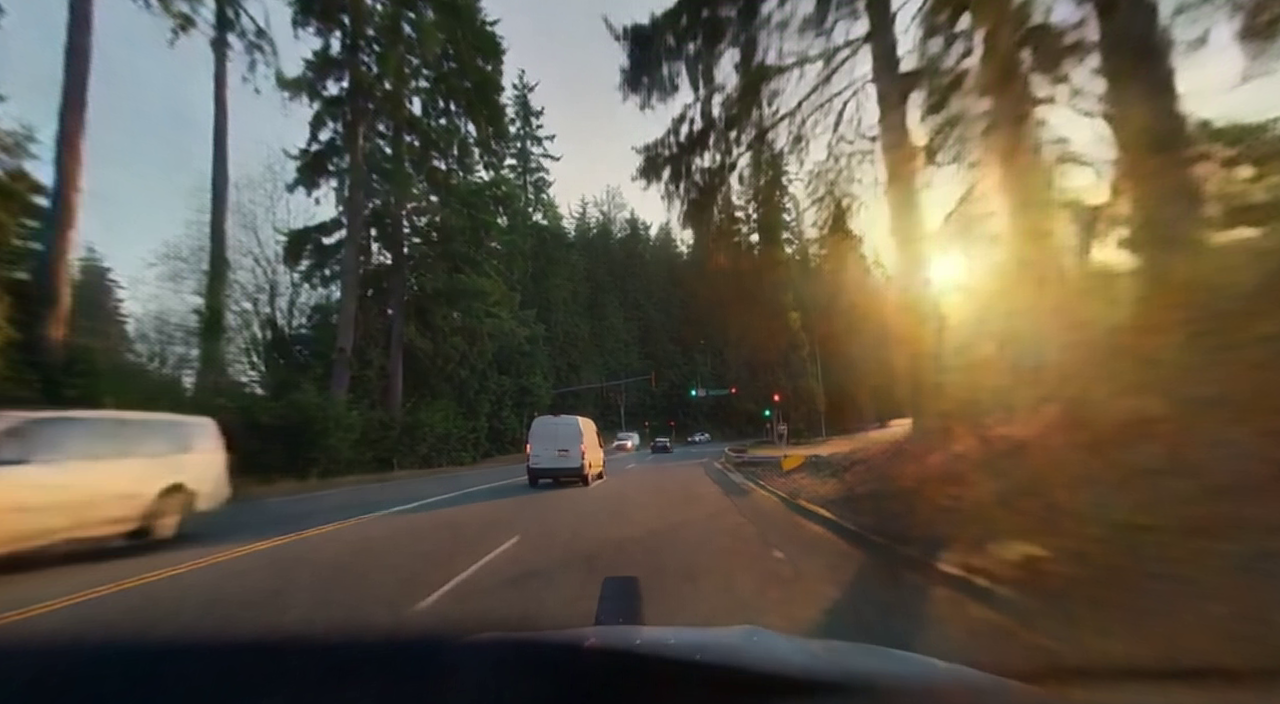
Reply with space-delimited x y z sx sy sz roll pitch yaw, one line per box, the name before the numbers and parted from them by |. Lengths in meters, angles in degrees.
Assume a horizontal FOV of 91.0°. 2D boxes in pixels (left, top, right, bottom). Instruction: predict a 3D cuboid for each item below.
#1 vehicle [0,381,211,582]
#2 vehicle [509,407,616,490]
vehicle | -6.365 1.144 5.491 1.968 1.674 4.451 -2 -9 2
vehicle | -2.155 2.939 19.332 2.362 2.185 5.212 0 -8 3
